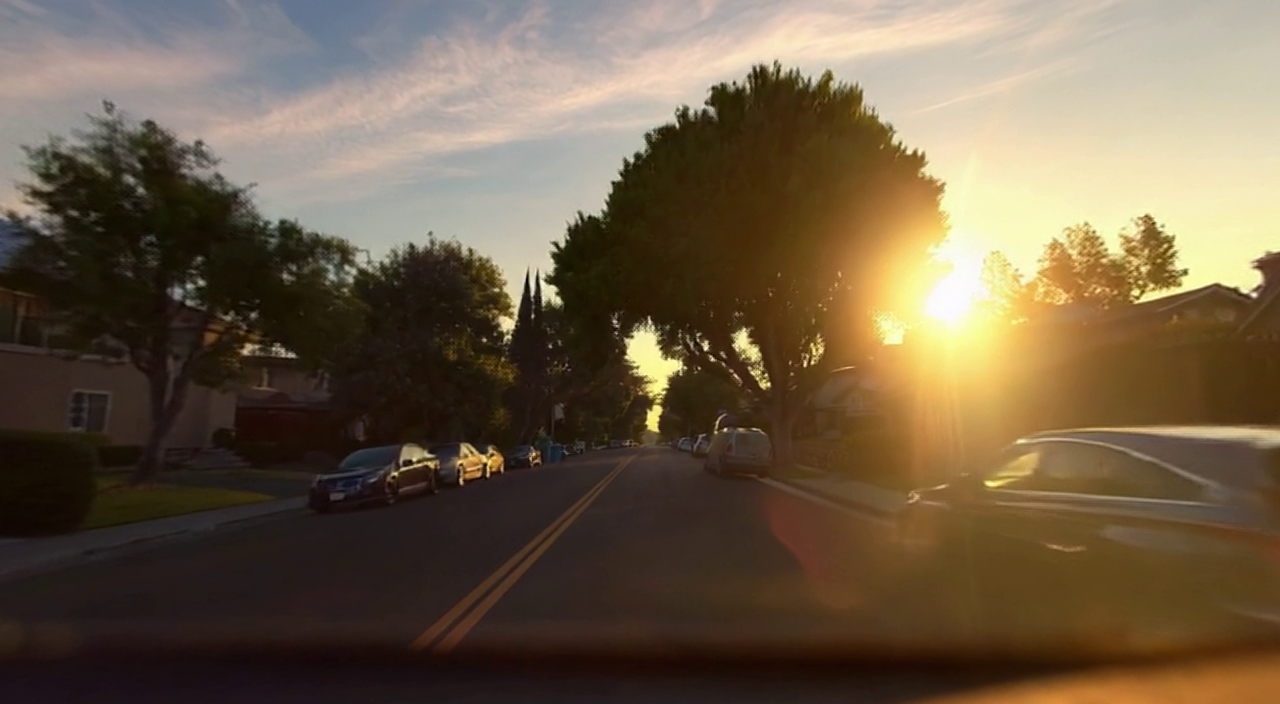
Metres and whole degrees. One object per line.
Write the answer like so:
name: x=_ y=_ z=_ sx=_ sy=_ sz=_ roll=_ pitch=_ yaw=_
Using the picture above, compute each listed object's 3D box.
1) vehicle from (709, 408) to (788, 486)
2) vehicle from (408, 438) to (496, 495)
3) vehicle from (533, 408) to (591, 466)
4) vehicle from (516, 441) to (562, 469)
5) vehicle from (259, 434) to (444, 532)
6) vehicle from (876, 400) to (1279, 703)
vehicle: x=3.837 y=3.451 z=23.158 sx=2.215 sy=2.542 sz=4.550 roll=-1 pitch=-8 yaw=2
vehicle: x=-5.856 y=3.538 z=19.956 sx=1.758 sy=1.519 sz=3.396 roll=-3 pitch=-8 yaw=0
vehicle: x=-5.270 y=5.944 z=44.058 sx=2.896 sy=3.648 sz=8.004 roll=-1 pitch=-8 yaw=1
vehicle: x=-5.600 y=5.723 z=35.267 sx=1.921 sy=1.470 sz=4.068 roll=0 pitch=-8 yaw=-1
vehicle: x=-5.972 y=2.684 z=13.775 sx=1.901 sy=1.472 sz=4.676 roll=-3 pitch=-5 yaw=0
vehicle: x=3.219 y=1.133 z=3.845 sx=1.916 sy=1.484 sz=4.638 roll=-1 pitch=-8 yaw=2
